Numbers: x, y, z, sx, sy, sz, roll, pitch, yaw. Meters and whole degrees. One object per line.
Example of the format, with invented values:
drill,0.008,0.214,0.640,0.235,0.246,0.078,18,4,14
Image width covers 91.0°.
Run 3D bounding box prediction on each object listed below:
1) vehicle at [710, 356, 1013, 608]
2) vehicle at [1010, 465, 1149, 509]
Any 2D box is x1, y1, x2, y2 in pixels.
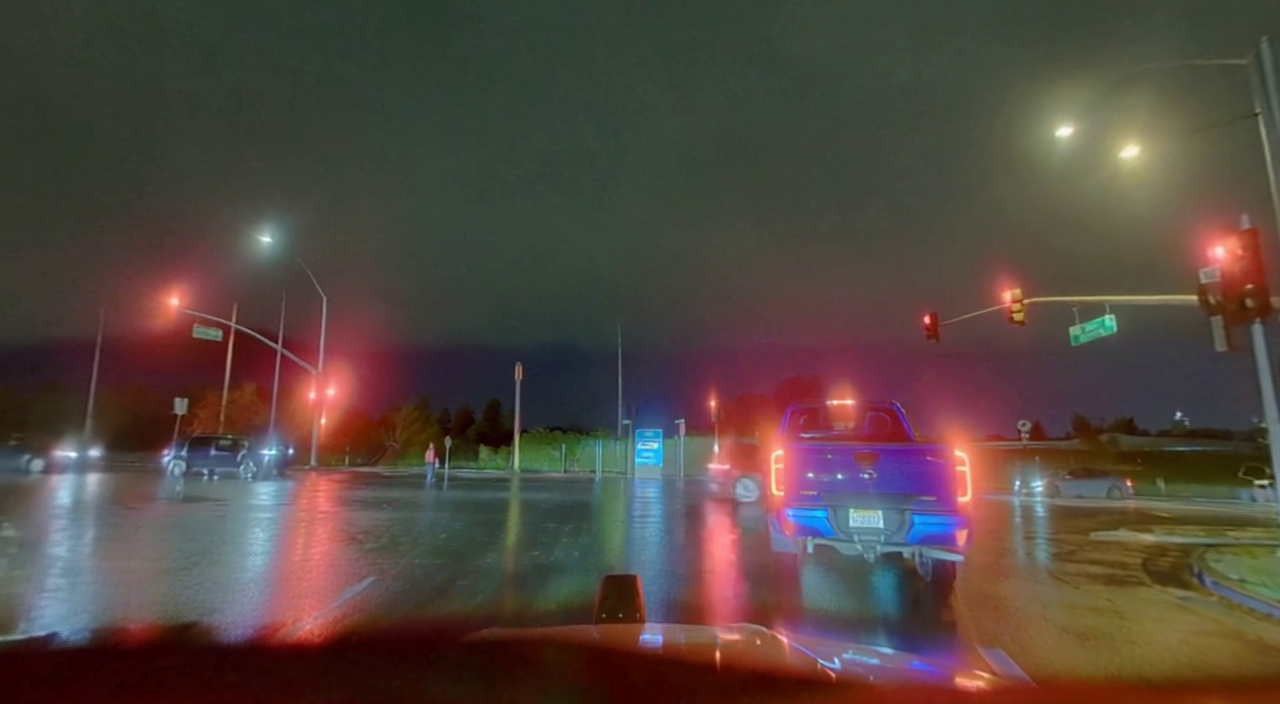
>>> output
vehicle,2.951,1.700,9.324,2.851,2.400,5.978,-2,-9,16
vehicle,18.636,5.727,26.867,4.356,1.498,1.957,-3,-8,0
